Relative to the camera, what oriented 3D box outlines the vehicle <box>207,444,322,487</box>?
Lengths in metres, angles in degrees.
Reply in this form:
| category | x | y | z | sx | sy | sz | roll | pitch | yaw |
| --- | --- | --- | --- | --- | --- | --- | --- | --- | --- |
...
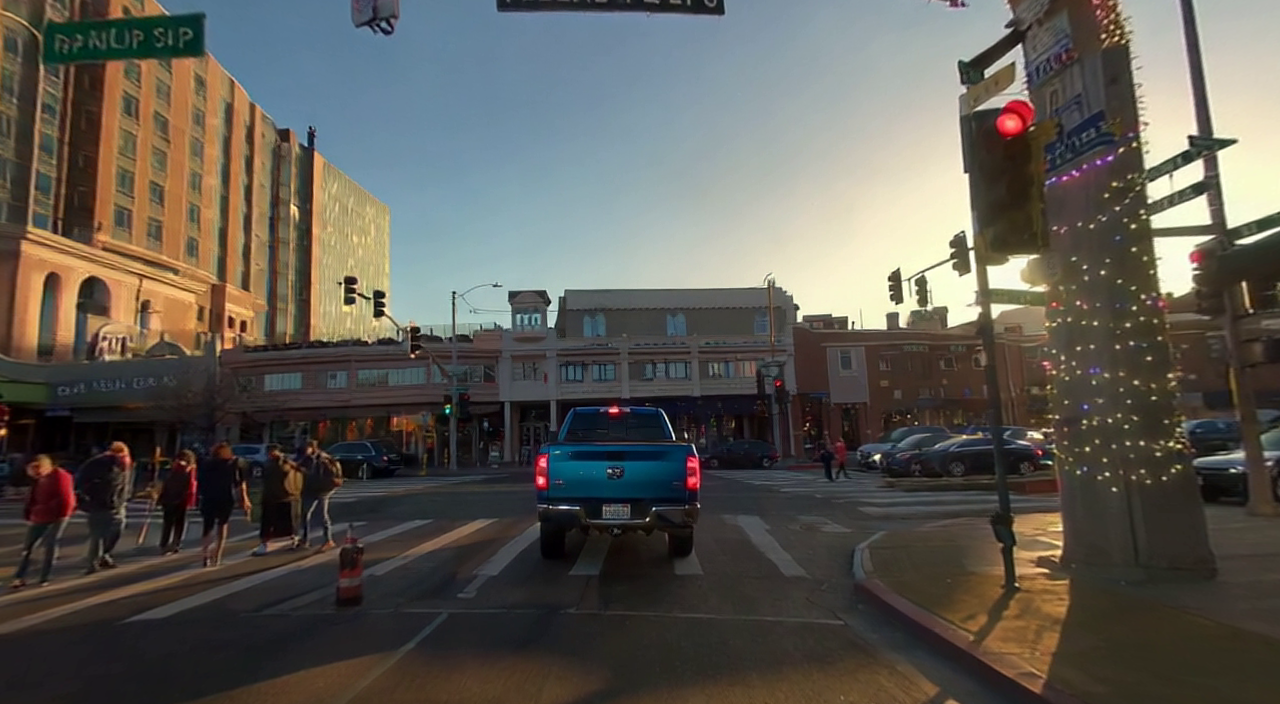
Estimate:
| category | x | y | z | sx | sy | sz | roll | pitch | yaw |
| --- | --- | --- | --- | --- | --- | --- | --- | --- | --- |
| vehicle | -18.582 | 5.617 | 31.373 | 4.398 | 2.057 | 1.959 | 0 | -8 | -2 |

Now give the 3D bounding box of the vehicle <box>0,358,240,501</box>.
| category | x | y | z | sx | sy | sz | roll | pitch | yaw |
| --- | --- | --- | --- | --- | --- | --- | --- | --- | --- |
| vehicle | -22.322 | 2.747 | 22.363 | 13.729 | 4.662 | 3.300 | 0 | -8 | 0 |

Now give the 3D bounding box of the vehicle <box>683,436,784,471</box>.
| category | x | y | z | sx | sy | sz | roll | pitch | yaw |
| --- | --- | --- | --- | --- | --- | --- | --- | --- | --- |
| vehicle | 4.306 | 4.764 | 29.643 | 4.515 | 1.583 | 1.920 | -1 | -8 | 3 |

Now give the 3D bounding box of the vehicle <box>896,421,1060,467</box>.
| category | x | y | z | sx | sy | sz | roll | pitch | yaw |
| --- | --- | --- | --- | --- | --- | --- | --- | --- | --- |
| vehicle | 11.643 | 3.212 | 21.931 | 4.600 | 1.506 | 1.878 | 0 | -8 | -2 |

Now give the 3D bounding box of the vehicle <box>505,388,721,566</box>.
| category | x | y | z | sx | sy | sz | roll | pitch | yaw |
| --- | --- | --- | --- | --- | --- | --- | --- | --- | --- |
| vehicle | -0.460 | 1.842 | 10.089 | 2.477 | 2.020 | 5.534 | 0 | -8 | -3 |

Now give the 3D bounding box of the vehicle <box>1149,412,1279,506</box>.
| category | x | y | z | sx | sy | sz | roll | pitch | yaw |
| --- | --- | --- | --- | --- | --- | --- | --- | --- | --- |
| vehicle | 13.050 | 2.024 | 12.333 | 4.082 | 1.613 | 2.211 | -3 | -12 | 0 |

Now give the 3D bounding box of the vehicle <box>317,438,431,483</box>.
| category | x | y | z | sx | sy | sz | roll | pitch | yaw |
| --- | --- | --- | --- | --- | --- | --- | --- | --- | --- |
| vehicle | -13.110 | 5.354 | 31.221 | 4.799 | 1.909 | 2.011 | -3 | -7 | 3 |
